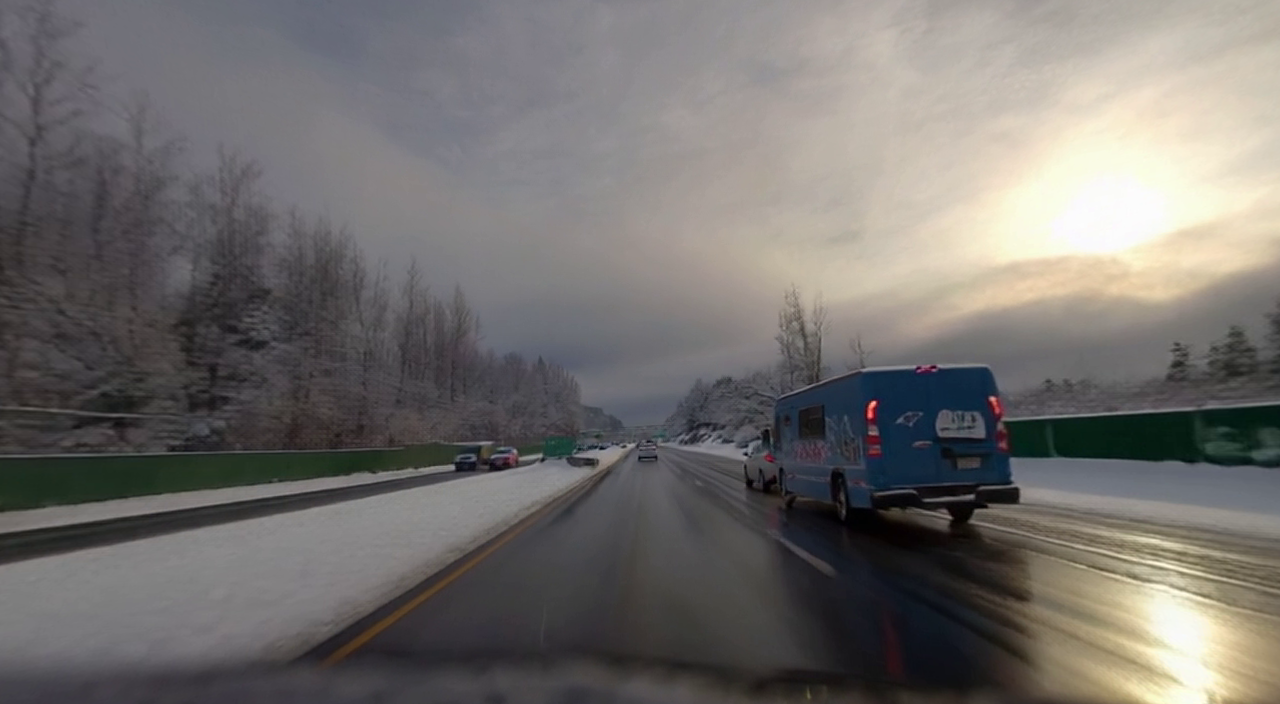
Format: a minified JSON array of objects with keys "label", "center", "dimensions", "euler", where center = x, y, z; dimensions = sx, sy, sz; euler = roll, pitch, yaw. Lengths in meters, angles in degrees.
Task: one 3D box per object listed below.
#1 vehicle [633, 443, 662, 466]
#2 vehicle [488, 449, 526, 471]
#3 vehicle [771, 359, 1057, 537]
[{"label":"vehicle","center":[0.562,7.526,46.301],"dimensions":[2.030,1.572,4.067],"euler":[0,-8,0]},{"label":"vehicle","center":[-9.772,7.962,46.411],"dimensions":[1.914,1.495,3.809],"euler":[0,-8,0]},{"label":"vehicle","center":[4.830,1.939,13.005],"dimensions":[2.712,2.659,6.992],"euler":[0,-8,0]}]
